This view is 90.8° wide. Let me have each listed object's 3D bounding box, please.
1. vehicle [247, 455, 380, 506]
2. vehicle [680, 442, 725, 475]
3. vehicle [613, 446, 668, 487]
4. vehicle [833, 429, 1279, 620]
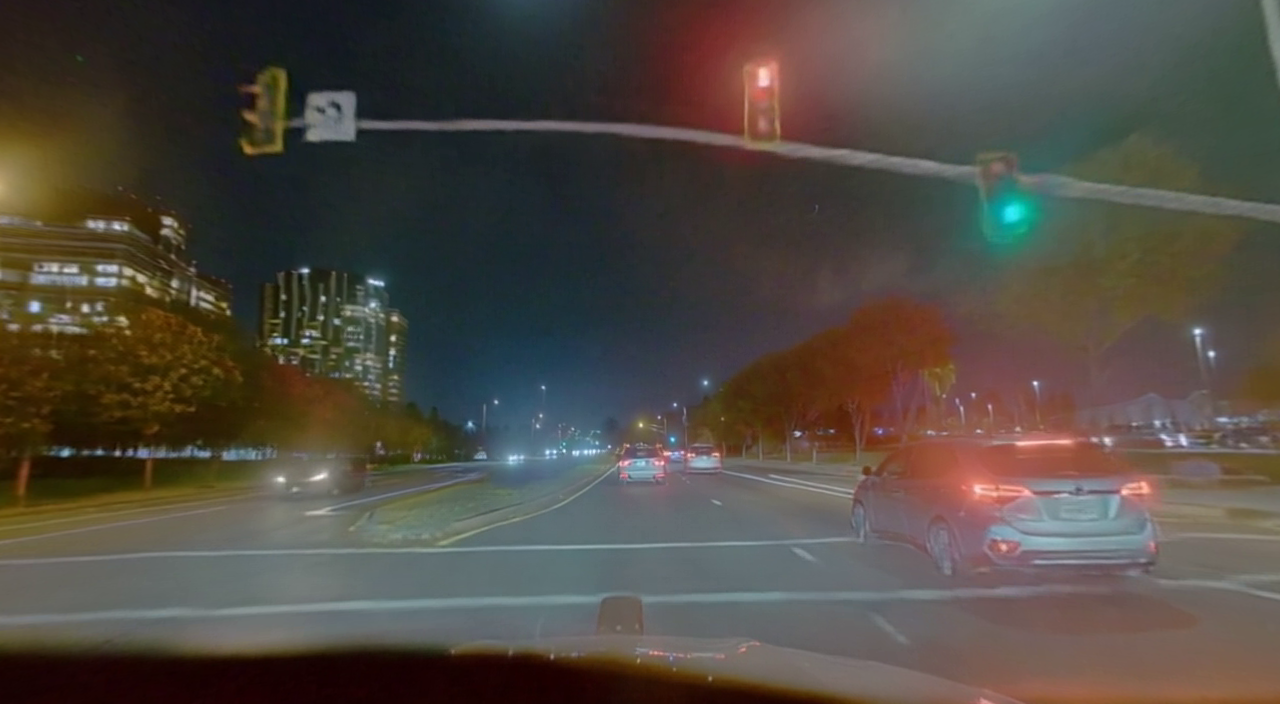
[{"bbox_3d":[-10.940,4.322,21.640,2.043,1.456,4.627,0,-8,1],"label":"vehicle"},{"bbox_3d":[3.604,6.284,37.551,2.107,1.773,4.557,0,-8,-1],"label":"vehicle"},{"bbox_3d":[0.040,4.564,25.540,2.034,1.500,3.966,0,-8,1],"label":"vehicle"},{"bbox_3d":[3.944,1.677,7.207,2.049,1.473,4.425,0,-8,0],"label":"vehicle"}]
